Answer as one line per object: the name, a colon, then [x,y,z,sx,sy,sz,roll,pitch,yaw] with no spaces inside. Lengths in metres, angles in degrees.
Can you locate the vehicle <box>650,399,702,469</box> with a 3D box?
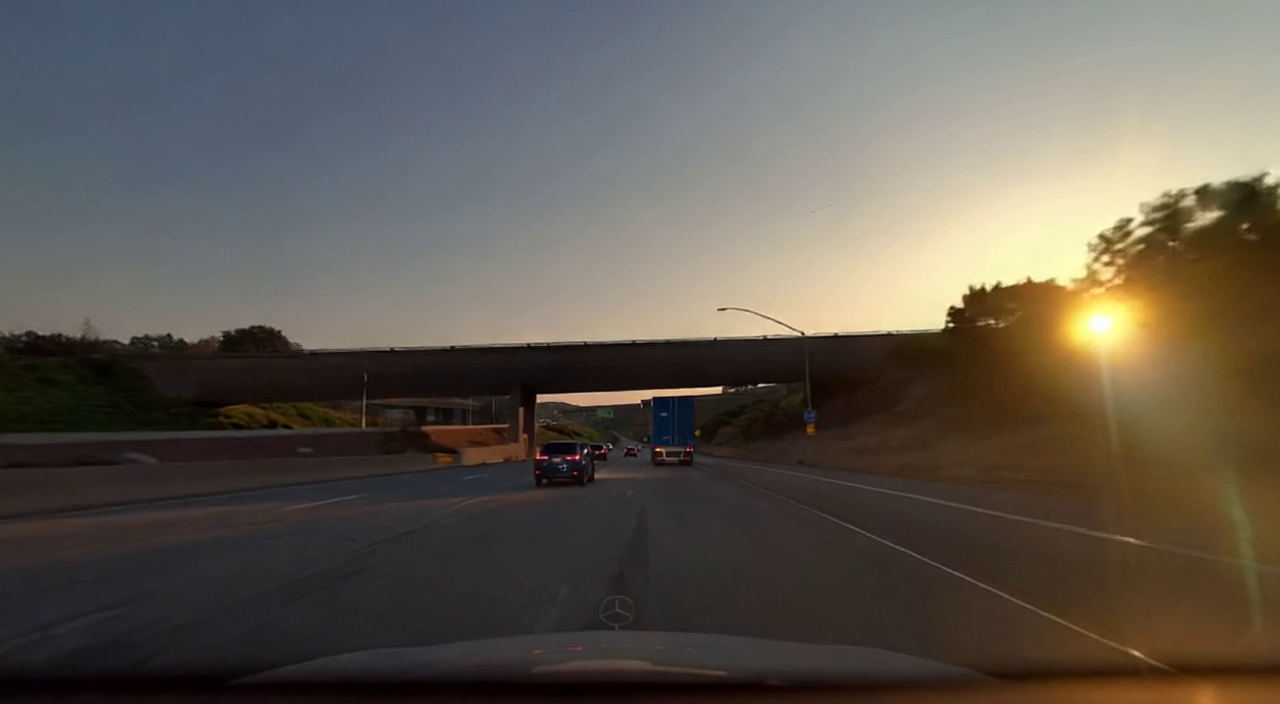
vehicle: [2.208,5.509,41.826,2.964,4.063,10.072,0,-9,1]

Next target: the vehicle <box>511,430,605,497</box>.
vehicle: [-2.241,3.228,18.653,2.077,1.716,4.514,0,-9,1]
